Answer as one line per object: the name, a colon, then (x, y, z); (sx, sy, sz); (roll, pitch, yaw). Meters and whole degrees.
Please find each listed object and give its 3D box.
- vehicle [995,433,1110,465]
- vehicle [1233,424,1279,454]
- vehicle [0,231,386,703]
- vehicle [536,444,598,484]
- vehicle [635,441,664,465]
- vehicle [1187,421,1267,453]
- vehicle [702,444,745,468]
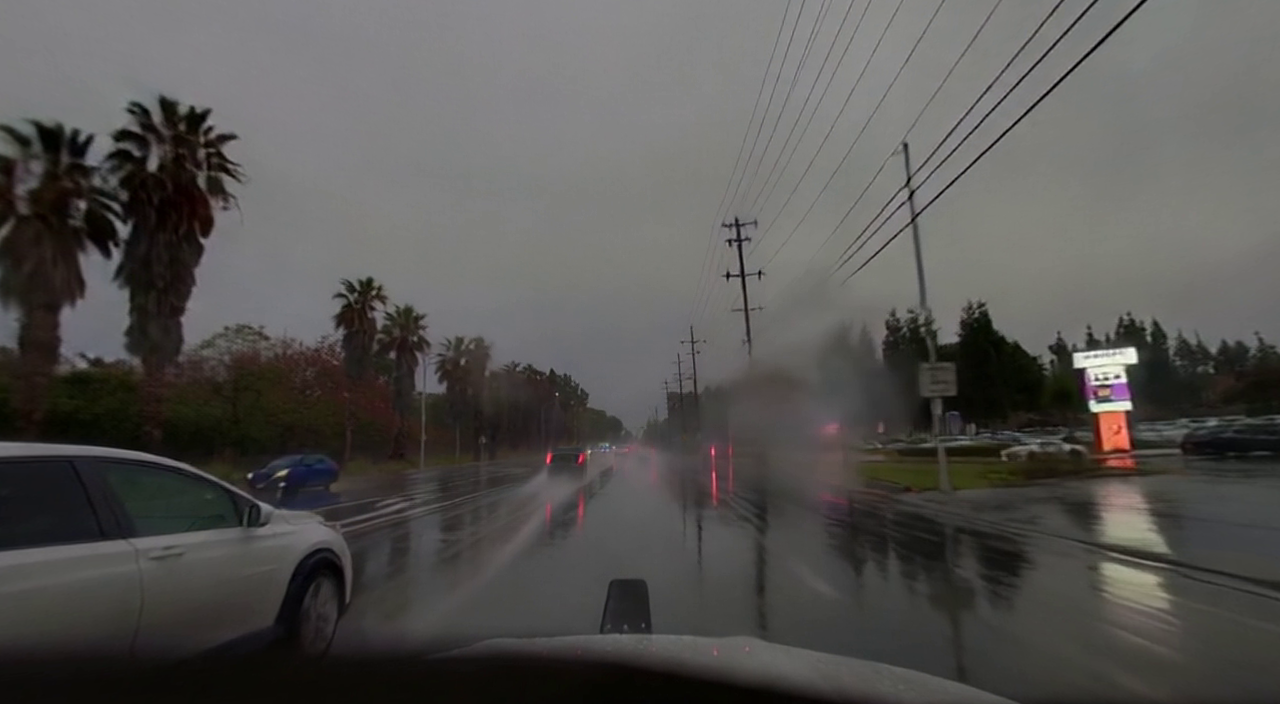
vehicle: (21.117, 4.991, 32.448); (4.392, 1.535, 2.131); (0, -9, 0)
vehicle: (34.302, 4.682, 33.811); (4.632, 1.533, 2.015); (4, -10, -27)
vehicle: (-3.105, 0.608, 1.706); (2.381, 1.961, 5.563); (-1, -9, 2)
vehicle: (-2.865, 4.493, 25.555); (1.982, 1.451, 4.152); (0, -9, 1)
vehicle: (0.749, 7.827, 48.812); (2.155, 1.781, 3.977); (0, -9, 1)
vehicle: (34.942, 5.075, 37.495); (4.347, 1.761, 2.002); (4, -10, -28)
vehicle: (5.640, 6.945, 42.284); (2.062, 1.541, 4.420); (-3, -9, 18)
